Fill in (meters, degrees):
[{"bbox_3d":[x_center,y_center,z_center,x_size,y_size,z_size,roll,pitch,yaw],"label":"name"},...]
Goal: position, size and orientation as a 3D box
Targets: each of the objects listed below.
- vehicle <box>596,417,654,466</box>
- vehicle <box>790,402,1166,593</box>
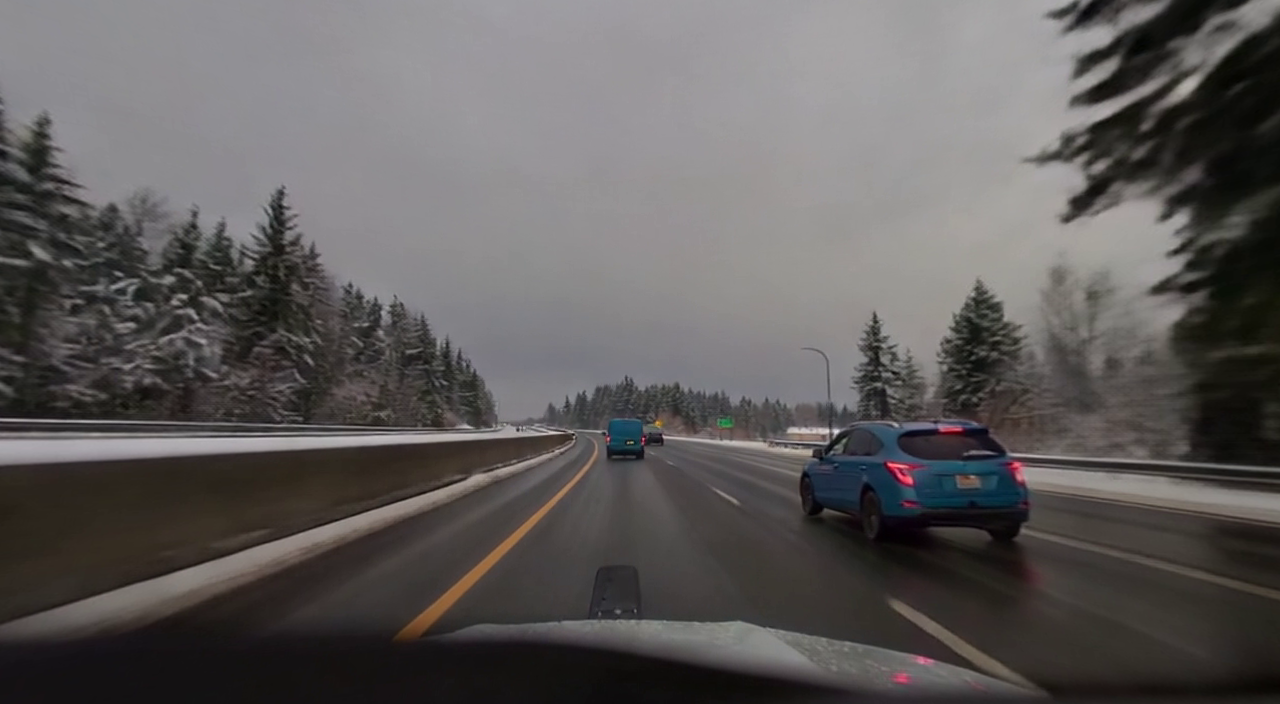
[{"bbox_3d":[-0.719,3.972,28.152,2.403,1.994,4.683,0,-8,-3],"label":"vehicle"},{"bbox_3d":[3.366,1.502,7.417,2.078,1.600,4.012,0,-8,-2],"label":"vehicle"}]
